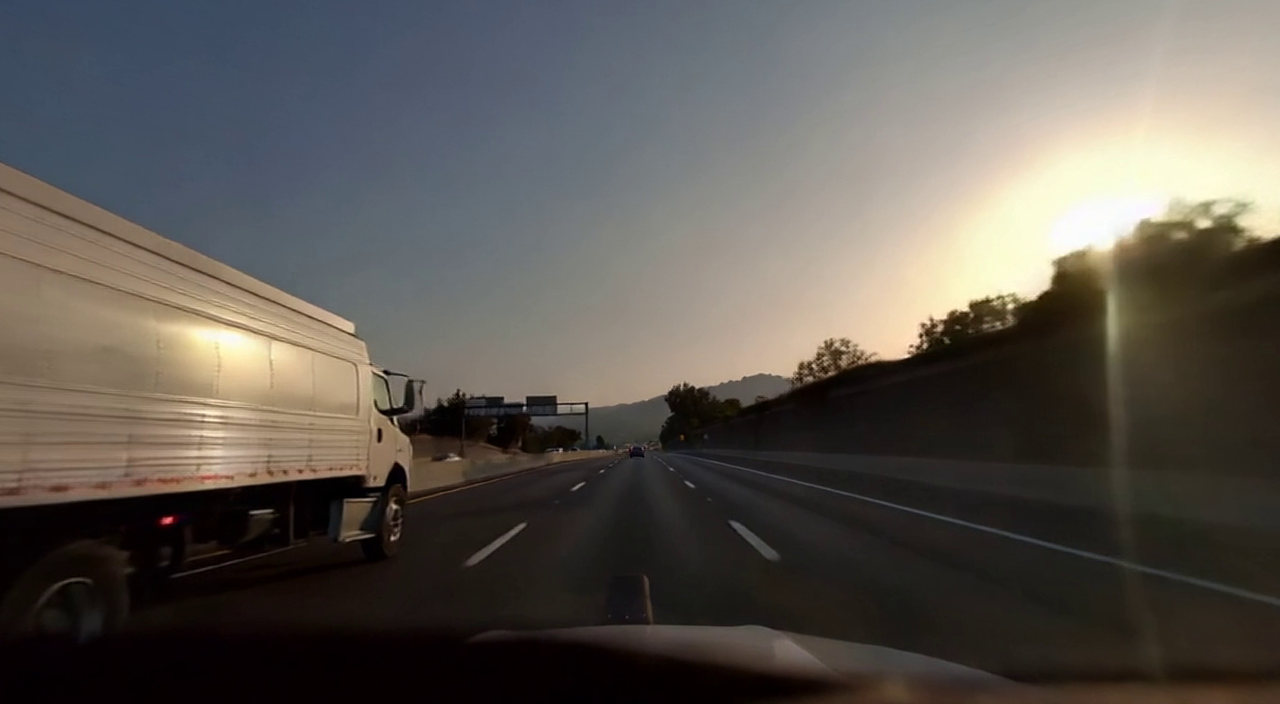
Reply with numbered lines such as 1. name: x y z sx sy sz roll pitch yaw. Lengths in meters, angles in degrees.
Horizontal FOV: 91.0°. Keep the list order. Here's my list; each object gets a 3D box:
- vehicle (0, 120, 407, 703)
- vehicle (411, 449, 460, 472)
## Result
1. vehicle: -3.936 0.504 3.872 2.443 2.586 6.701 0 -8 0
2. vehicle: -14.807 7.849 45.751 2.009 1.537 4.411 0 -8 0
